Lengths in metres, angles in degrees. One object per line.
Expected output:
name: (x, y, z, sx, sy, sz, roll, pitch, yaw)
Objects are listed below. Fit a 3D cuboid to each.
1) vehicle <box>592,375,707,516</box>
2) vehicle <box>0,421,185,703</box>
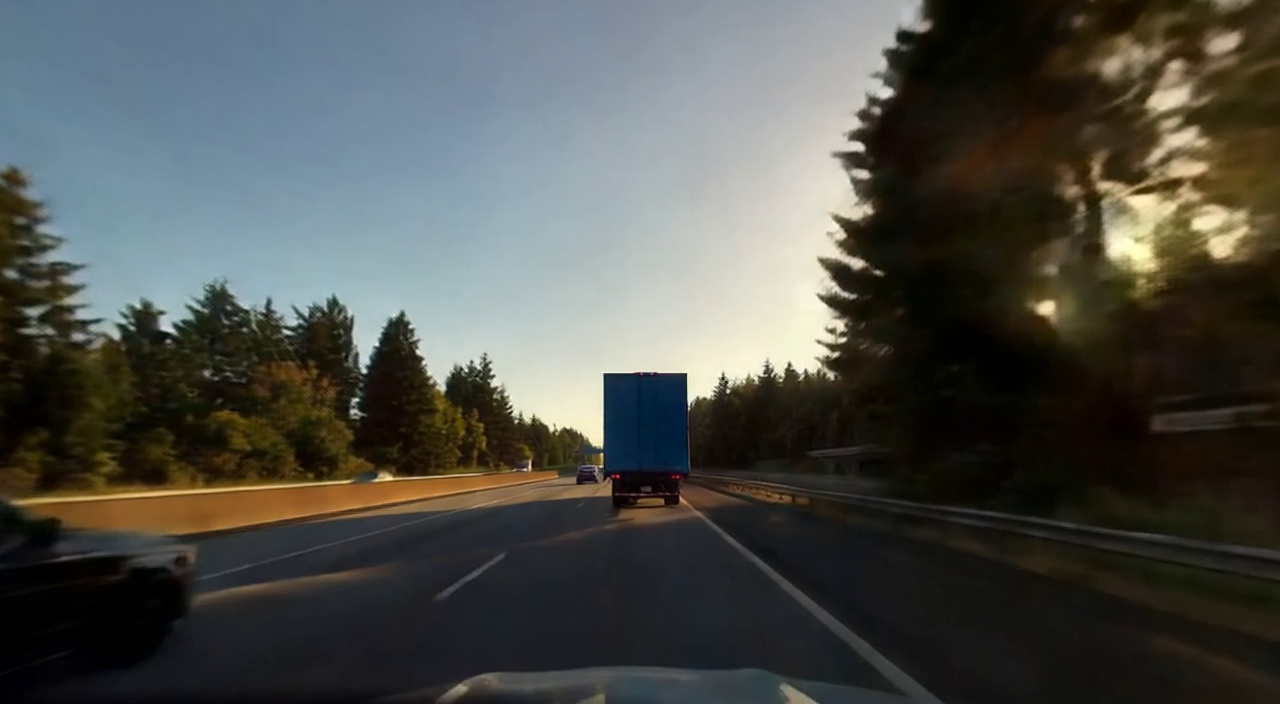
vehicle: (0.127, 3.300, 21.367, 3.008, 3.678, 9.512, 1, -10, -2)
vehicle: (-4.177, 0.861, 1.828, 2.079, 1.506, 4.821, 1, -10, 0)
